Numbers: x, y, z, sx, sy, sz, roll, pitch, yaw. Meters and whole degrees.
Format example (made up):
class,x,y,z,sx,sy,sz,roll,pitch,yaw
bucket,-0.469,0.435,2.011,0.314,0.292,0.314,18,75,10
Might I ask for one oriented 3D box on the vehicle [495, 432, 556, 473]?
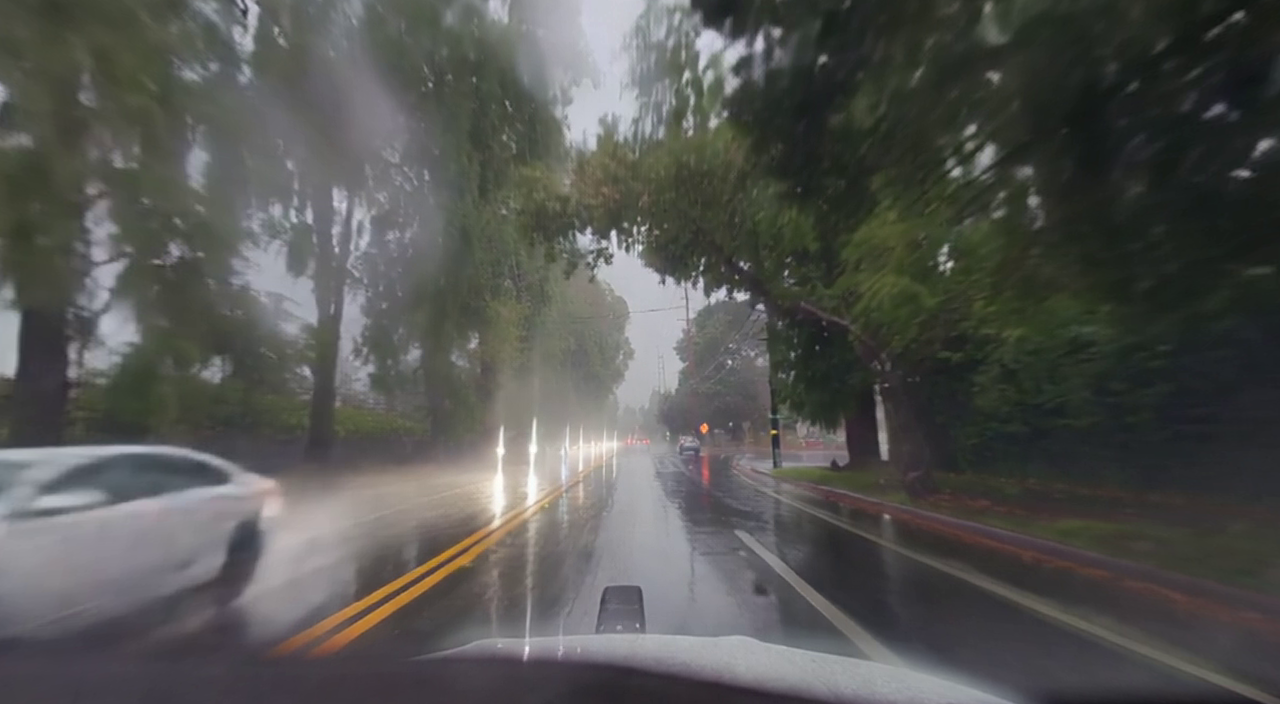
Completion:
class,x,y,z,sx,sy,sz,roll,pitch,yaw
vehicle,-5.387,4.827,30.368,2.228,1.792,4.397,0,-9,-1

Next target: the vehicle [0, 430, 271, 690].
class,x,y,z,sx,sy,sz,roll,pitch,yaw
vehicle,-4.648,1.271,4.105,1.966,1.468,4.207,-1,-9,0
